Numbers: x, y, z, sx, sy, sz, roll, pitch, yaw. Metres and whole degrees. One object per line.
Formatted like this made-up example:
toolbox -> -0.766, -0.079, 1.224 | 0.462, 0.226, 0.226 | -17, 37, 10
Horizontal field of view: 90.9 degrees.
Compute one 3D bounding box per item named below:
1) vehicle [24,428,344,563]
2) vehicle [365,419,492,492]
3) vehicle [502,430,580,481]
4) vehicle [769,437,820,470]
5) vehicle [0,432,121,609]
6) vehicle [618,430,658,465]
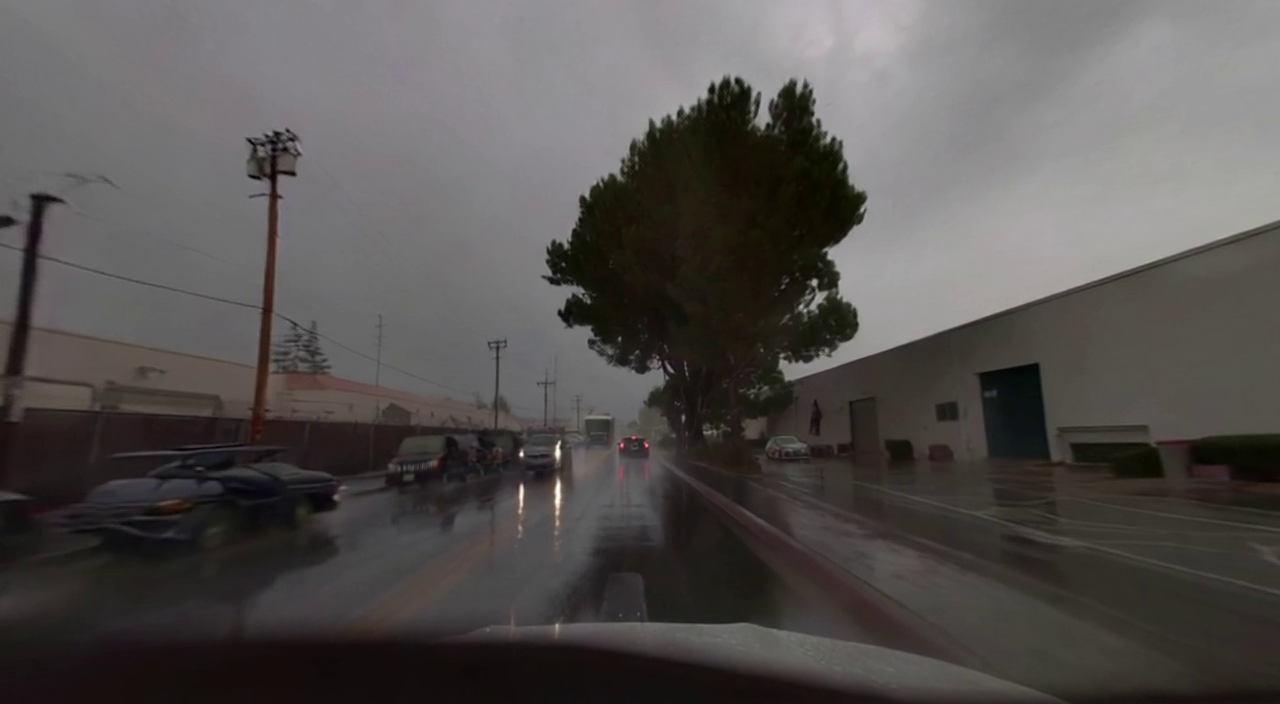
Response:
vehicle -> -6.372, 1.964, 9.547 | 1.799, 1.579, 4.048 | 0, -7, 0
vehicle -> -6.420, 3.254, 19.959 | 2.139, 1.943, 5.295 | -1, -9, 1
vehicle -> -3.555, 3.771, 23.515 | 2.157, 1.703, 4.310 | 0, -7, 0
vehicle -> 8.286, 5.448, 34.080 | 1.874, 1.669, 4.083 | 0, -8, 2
vehicle -> -6.300, 1.329, 4.552 | 1.768, 1.489, 3.945 | 0, -7, -1
vehicle -> -0.115, 5.360, 35.643 | 2.152, 1.874, 4.042 | 0, -7, 0
